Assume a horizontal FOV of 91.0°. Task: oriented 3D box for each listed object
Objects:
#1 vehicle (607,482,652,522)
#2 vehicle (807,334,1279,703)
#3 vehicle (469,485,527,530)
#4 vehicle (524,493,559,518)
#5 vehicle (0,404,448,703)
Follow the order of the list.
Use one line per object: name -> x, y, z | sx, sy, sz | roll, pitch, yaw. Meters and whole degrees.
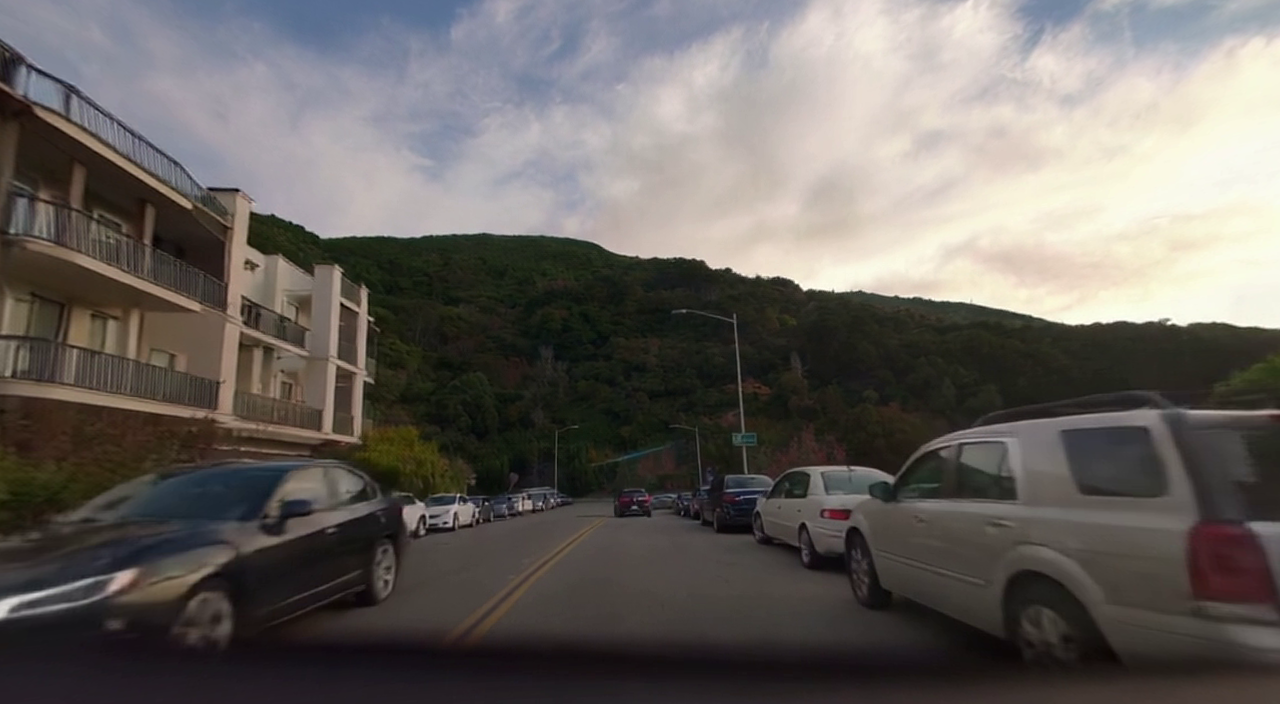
vehicle -> -0.576, 7.807, 33.018 | 2.201, 1.731, 3.854 | 0, -9, -2
vehicle -> 2.890, 1.205, 4.424 | 2.139, 1.752, 4.411 | 0, -11, -1
vehicle -> -6.897, 7.593, 31.013 | 2.013, 1.729, 4.329 | 0, -9, -2
vehicle -> -7.112, 11.095, 45.784 | 1.859, 1.428, 4.465 | 0, -9, -1
vehicle -> -3.238, 1.419, 4.781 | 2.102, 1.621, 4.627 | 0, -10, 0
